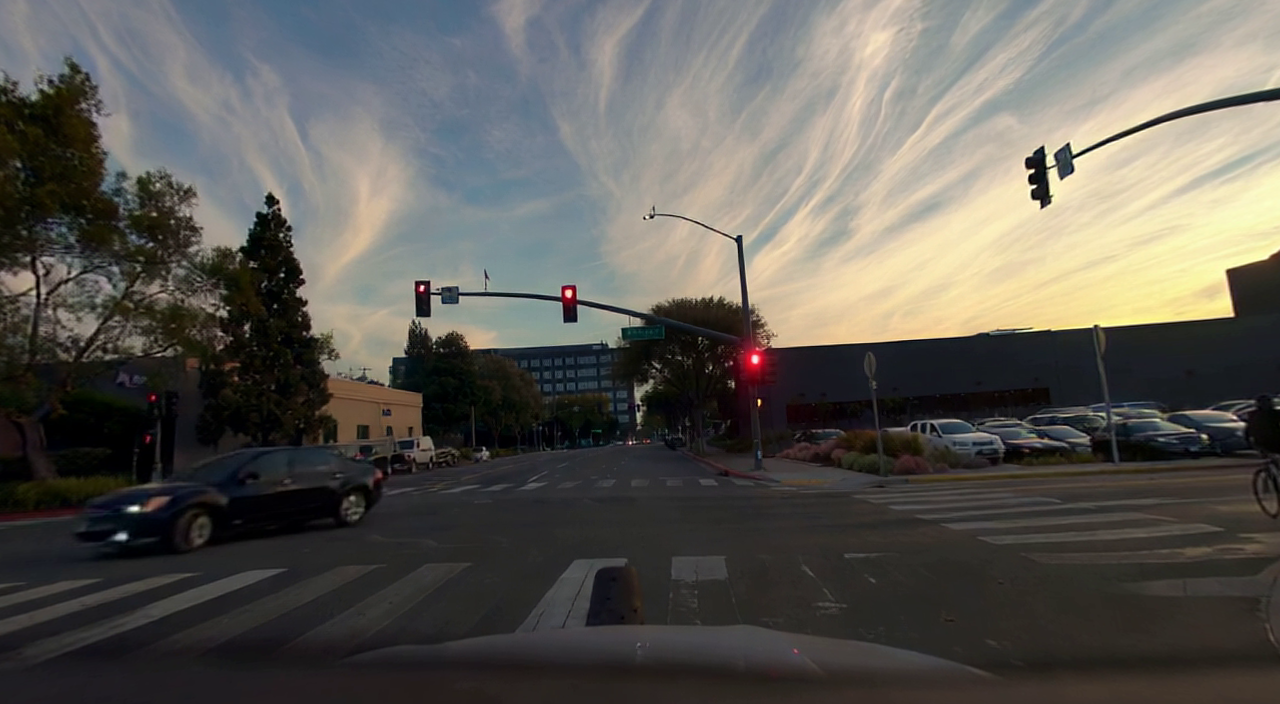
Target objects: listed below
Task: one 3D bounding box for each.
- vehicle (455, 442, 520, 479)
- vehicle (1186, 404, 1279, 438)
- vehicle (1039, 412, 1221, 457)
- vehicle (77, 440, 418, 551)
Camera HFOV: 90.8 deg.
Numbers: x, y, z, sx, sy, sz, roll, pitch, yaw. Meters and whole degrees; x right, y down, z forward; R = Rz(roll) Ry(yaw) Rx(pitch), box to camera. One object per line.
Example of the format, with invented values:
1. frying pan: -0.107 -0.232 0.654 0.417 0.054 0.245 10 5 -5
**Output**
1. vehicle: -6.985 4.998 29.321 2.024 1.470 4.153 -3 -9 -1
2. vehicle: 34.907 4.027 36.649 4.326 1.511 1.725 -8 -9 17
3. vehicle: 16.918 2.908 22.111 4.560 1.453 1.851 -3 -9 18
4. vehicle: -6.208 2.217 10.390 4.385 1.419 1.855 8 -12 -39
